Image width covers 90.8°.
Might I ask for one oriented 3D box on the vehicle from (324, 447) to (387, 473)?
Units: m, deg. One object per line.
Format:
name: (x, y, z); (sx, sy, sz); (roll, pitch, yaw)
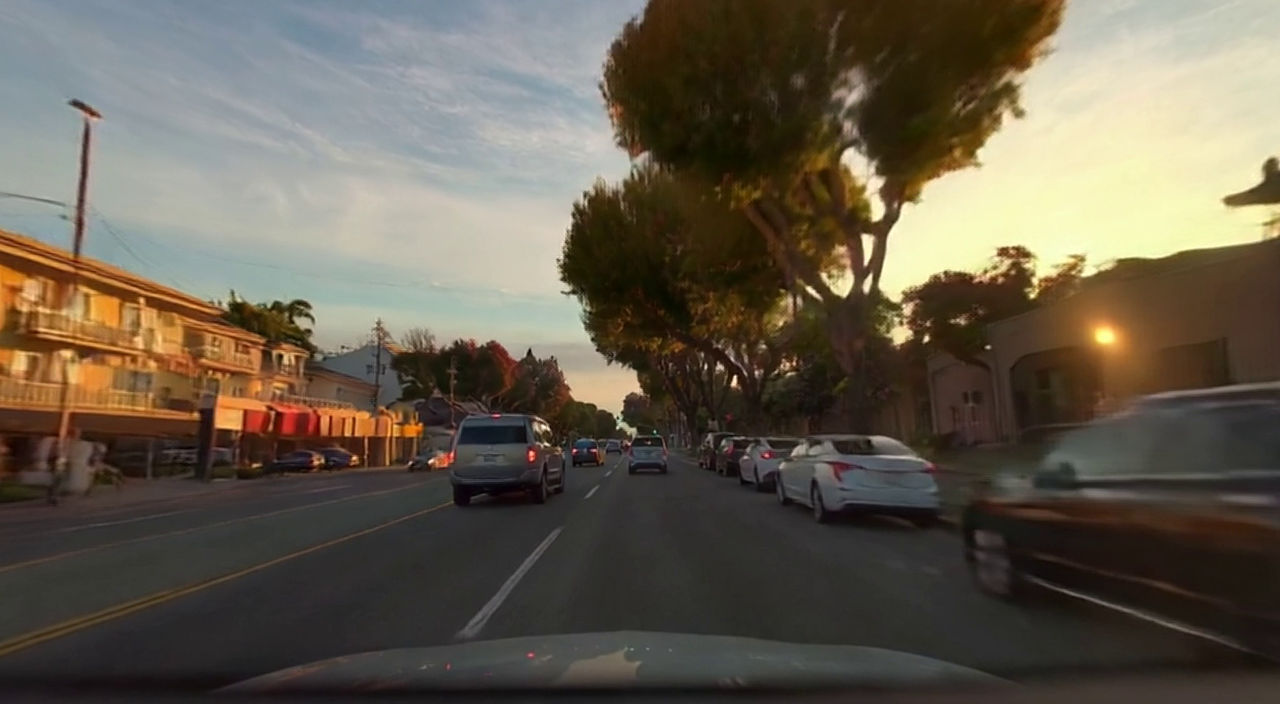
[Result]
vehicle: (-19.595, 7.448, 43.781); (1.911, 1.638, 5.028); (0, -8, 1)

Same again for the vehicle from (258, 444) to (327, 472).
vehicle: (-24.913, 7.584, 45.531); (2.095, 1.862, 5.261); (0, -8, -2)

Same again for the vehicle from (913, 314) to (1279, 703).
vehicle: (3.848, 0.864, 3.319); (2.081, 1.888, 5.986); (0, -8, -1)

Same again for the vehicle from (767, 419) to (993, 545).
vehicle: (3.586, 2.017, 10.501); (1.931, 1.625, 4.409); (0, -8, -1)

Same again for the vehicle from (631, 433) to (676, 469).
vehicle: (0.614, 4.929, 31.583); (2.126, 1.657, 4.132); (0, -8, 0)

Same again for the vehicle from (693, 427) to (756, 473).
vehicle: (3.711, 4.405, 28.541); (2.090, 1.861, 4.805); (0, -8, -1)

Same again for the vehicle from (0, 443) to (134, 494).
vehicle: (-23.915, 4.690, 25.679); (4.791, 1.928, 2.144); (0, -8, 0)

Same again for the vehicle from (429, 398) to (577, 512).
vehicle: (-2.835, 2.310, 14.493); (2.213, 2.123, 5.124); (0, -8, 0)
